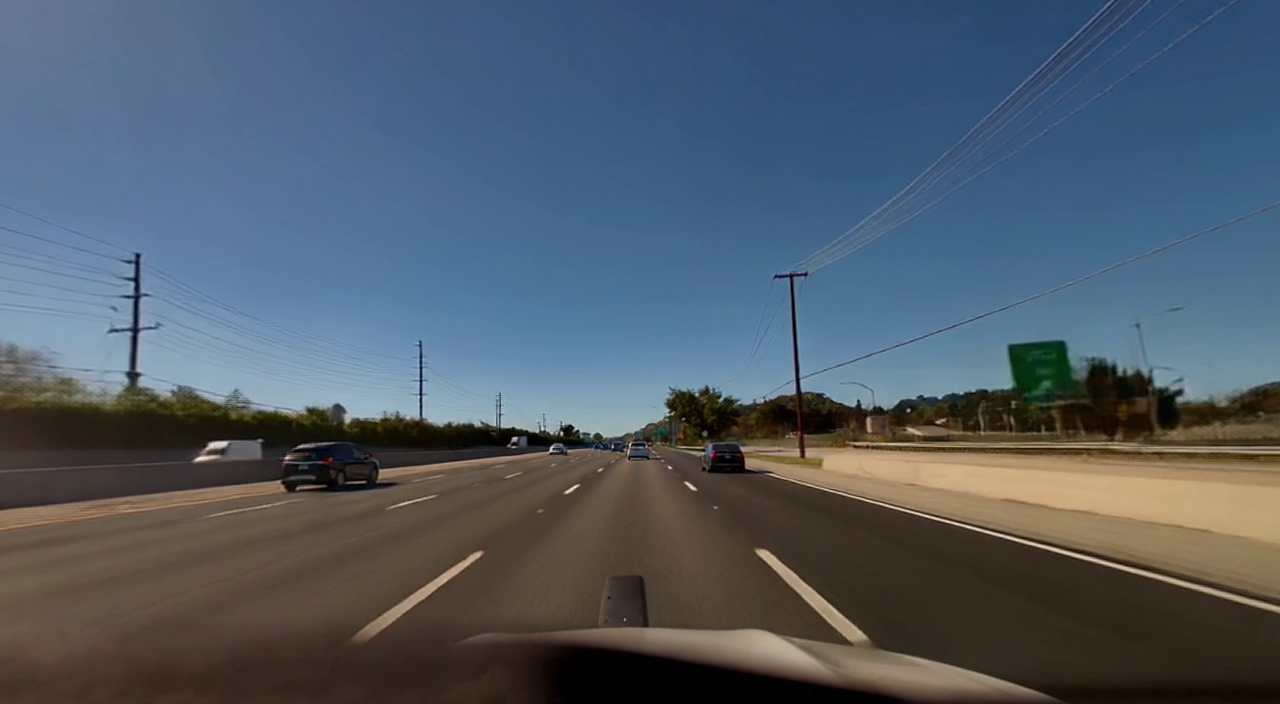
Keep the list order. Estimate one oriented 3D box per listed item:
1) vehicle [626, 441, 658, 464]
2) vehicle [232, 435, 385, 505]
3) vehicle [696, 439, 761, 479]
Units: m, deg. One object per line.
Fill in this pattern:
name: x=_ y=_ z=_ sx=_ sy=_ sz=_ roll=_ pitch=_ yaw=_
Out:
vehicle: x=0.144 y=6.812 z=42.859 sx=2.036 sy=1.474 sz=3.969 roll=0 pitch=-8 yaw=0
vehicle: x=-10.395 y=3.706 z=20.361 sx=2.241 sy=1.810 sz=4.966 roll=-4 pitch=-8 yaw=1
vehicle: x=3.641 y=4.466 z=26.712 sx=2.060 sy=1.526 sz=4.387 roll=0 pitch=-8 yaw=-1
